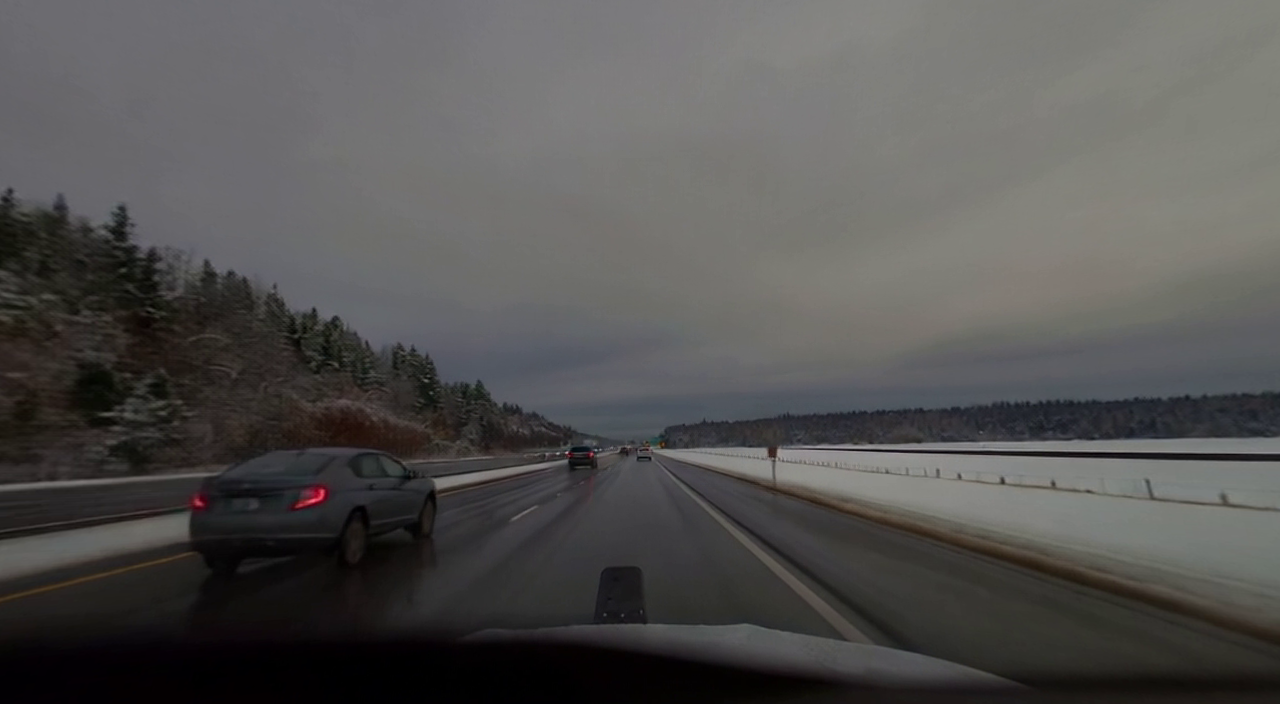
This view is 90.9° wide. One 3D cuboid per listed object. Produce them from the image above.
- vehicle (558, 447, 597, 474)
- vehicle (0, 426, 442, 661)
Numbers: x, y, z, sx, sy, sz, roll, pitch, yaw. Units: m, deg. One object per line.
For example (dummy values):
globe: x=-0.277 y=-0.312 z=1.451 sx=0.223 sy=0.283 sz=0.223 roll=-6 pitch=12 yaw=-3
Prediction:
vehicle: x=-4.051 y=7.117 z=41.638 sx=2.095 sy=1.664 sz=4.305 roll=0 pitch=-9 yaw=0
vehicle: x=-3.598 y=1.556 z=6.155 sx=1.970 sy=1.483 sz=4.097 roll=0 pitch=-9 yaw=0
